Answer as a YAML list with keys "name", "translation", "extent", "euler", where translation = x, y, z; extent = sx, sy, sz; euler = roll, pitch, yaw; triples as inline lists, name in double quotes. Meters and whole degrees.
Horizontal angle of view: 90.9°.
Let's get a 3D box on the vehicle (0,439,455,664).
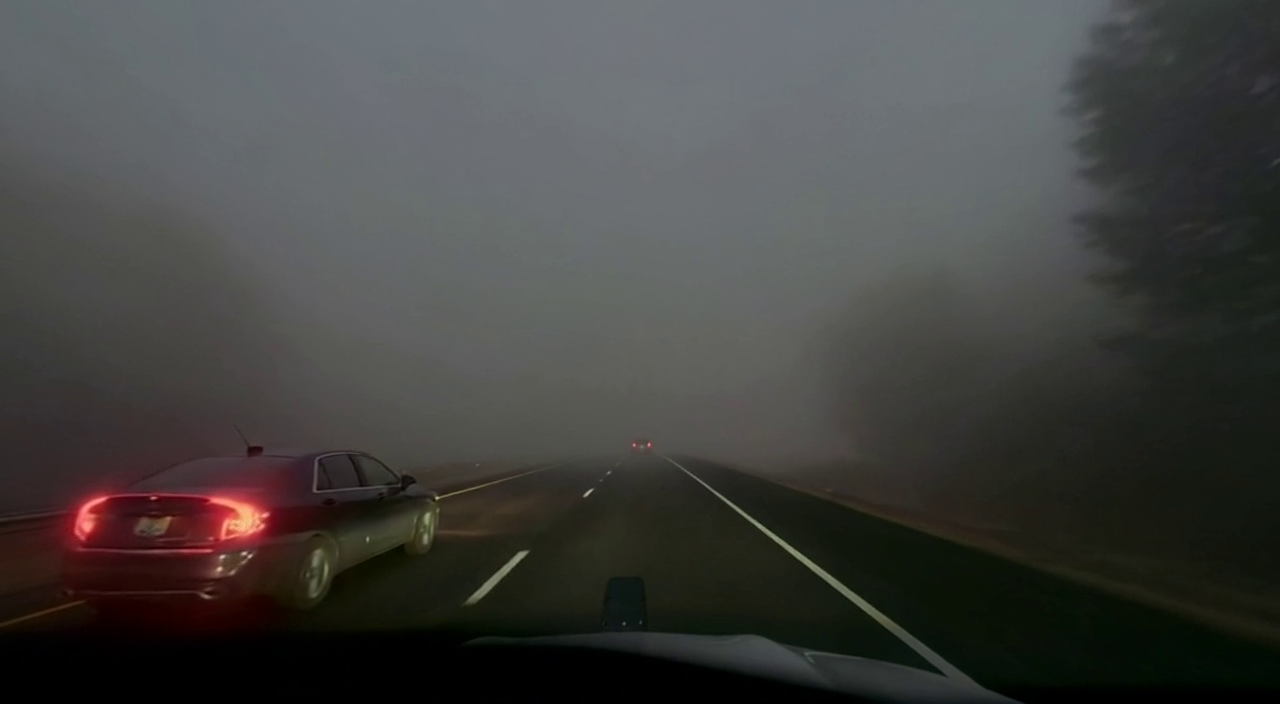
- name: "vehicle"
  translation: [-3.566, 1.552, 6.159]
  extent: [2.096, 1.343, 4.503]
  euler: [-1, -8, 1]
